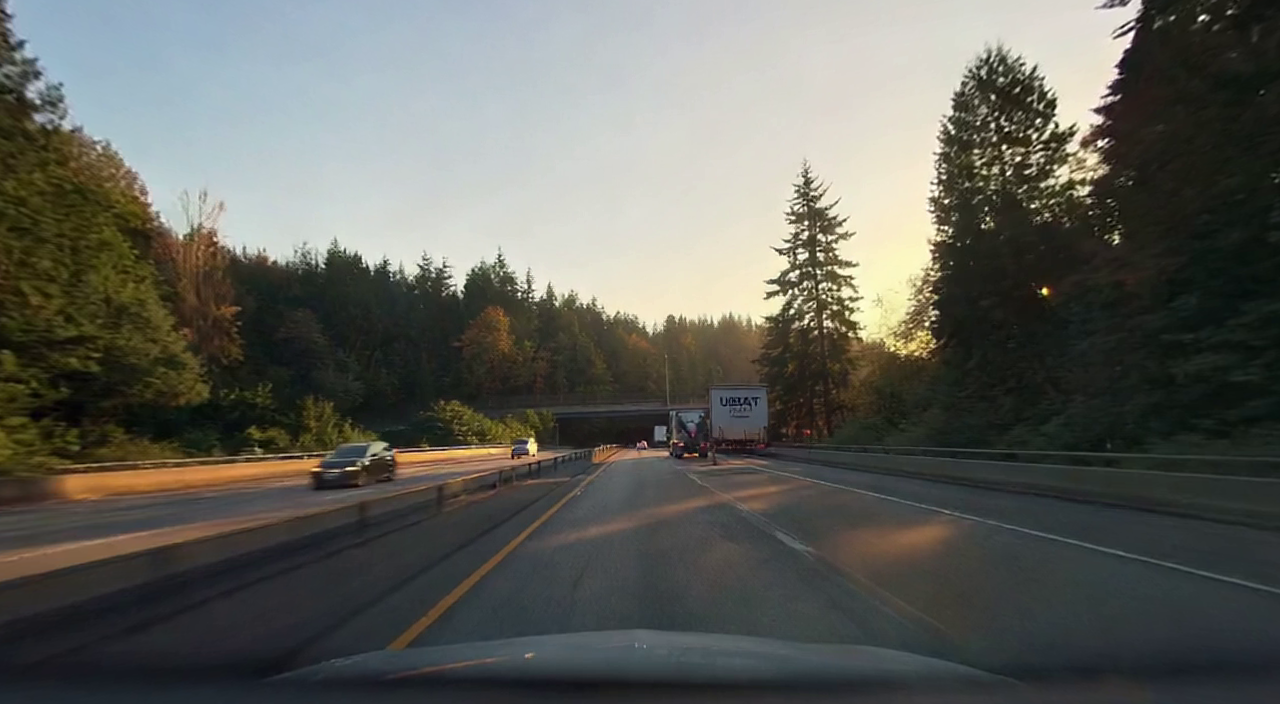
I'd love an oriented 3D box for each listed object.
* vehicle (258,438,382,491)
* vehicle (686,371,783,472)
[{"bbox_3d":[-10.596,3.722,21.240,2.051,1.573,4.029,-1,-8,0],"label":"vehicle"},{"bbox_3d":[3.927,3.241,28.365,3.006,3.850,8.310,-1,-8,0],"label":"vehicle"}]
